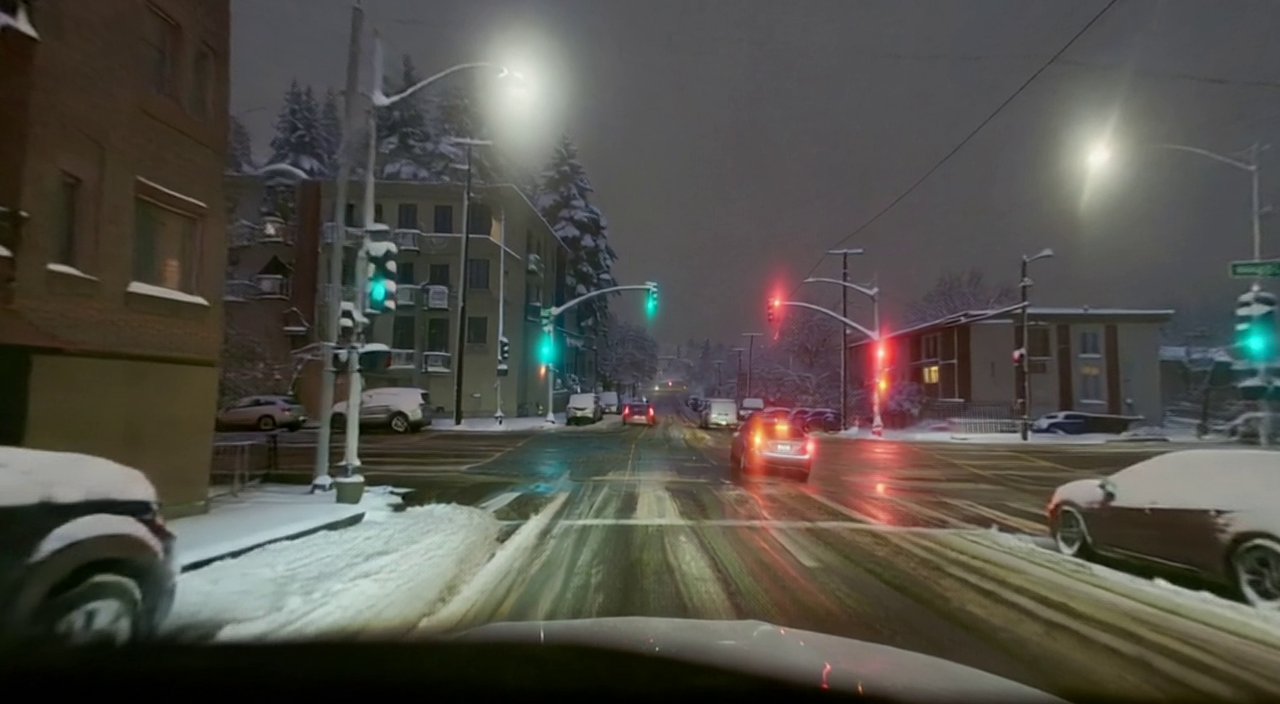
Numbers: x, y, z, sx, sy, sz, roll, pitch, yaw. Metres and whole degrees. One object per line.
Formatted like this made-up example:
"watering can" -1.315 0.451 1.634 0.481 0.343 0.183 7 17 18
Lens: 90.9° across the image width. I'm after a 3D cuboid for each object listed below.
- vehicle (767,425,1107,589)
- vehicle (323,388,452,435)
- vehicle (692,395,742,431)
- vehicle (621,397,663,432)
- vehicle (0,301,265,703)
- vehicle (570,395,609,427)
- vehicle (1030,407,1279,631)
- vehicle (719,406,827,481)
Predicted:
"vehicle" 3.120 1.739 8.012 2.055 1.450 4.676 0 -9 0
"vehicle" -10.173 2.458 25.652 4.304 1.755 2.083 0 -9 1
"vehicle" 3.888 3.217 32.656 2.093 1.655 4.327 0 -9 1
"vehicle" 0.126 3.048 30.273 1.923 1.460 3.923 0 -9 1
"vehicle" -3.577 0.639 1.767 2.016 1.885 4.723 0 -9 1
"vehicle" -2.688 3.279 34.297 1.878 1.521 3.697 0 -9 -1
"vehicle" 6.085 1.459 5.908 1.999 1.752 4.502 0 -9 1
"vehicle" 3.327 2.285 16.562 1.970 1.490 4.016 0 -2 0
